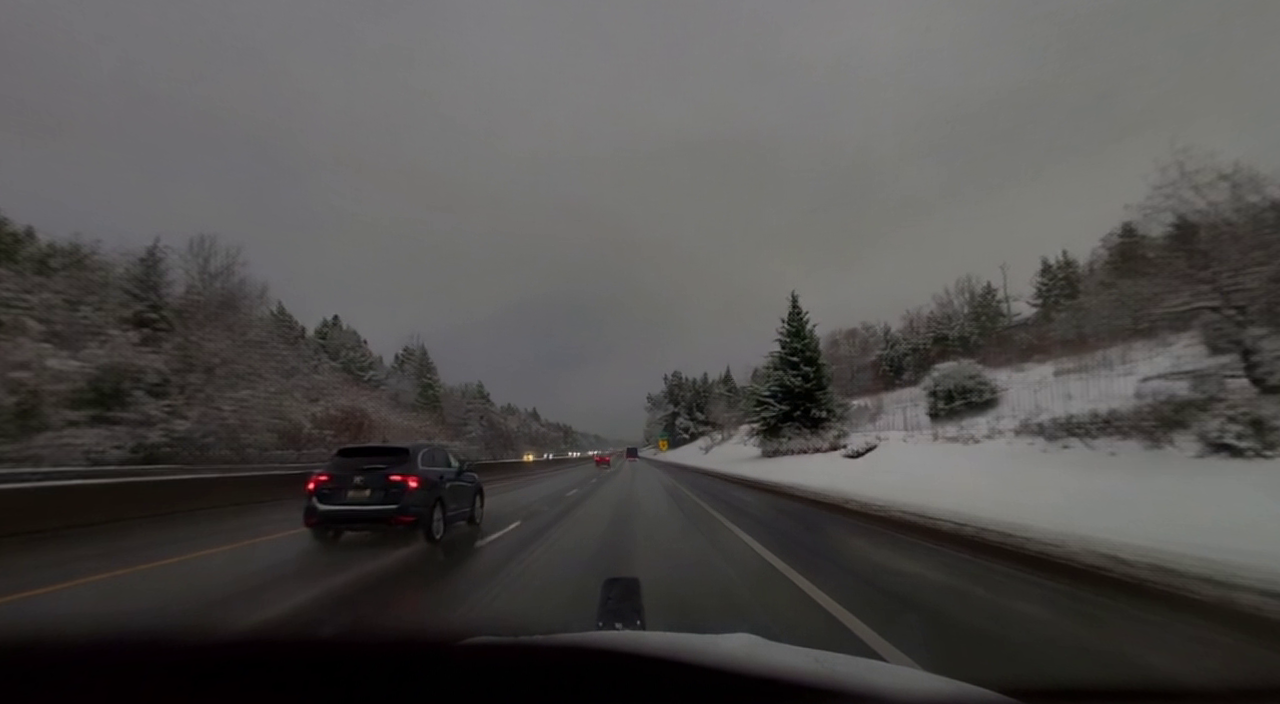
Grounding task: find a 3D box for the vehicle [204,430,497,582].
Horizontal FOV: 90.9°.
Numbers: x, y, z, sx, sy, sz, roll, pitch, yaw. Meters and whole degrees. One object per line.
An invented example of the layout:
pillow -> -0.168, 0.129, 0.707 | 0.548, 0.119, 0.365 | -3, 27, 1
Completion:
vehicle -> -3.780, 2.083, 9.397 | 2.135, 1.686, 4.517 | 0, -9, 1
